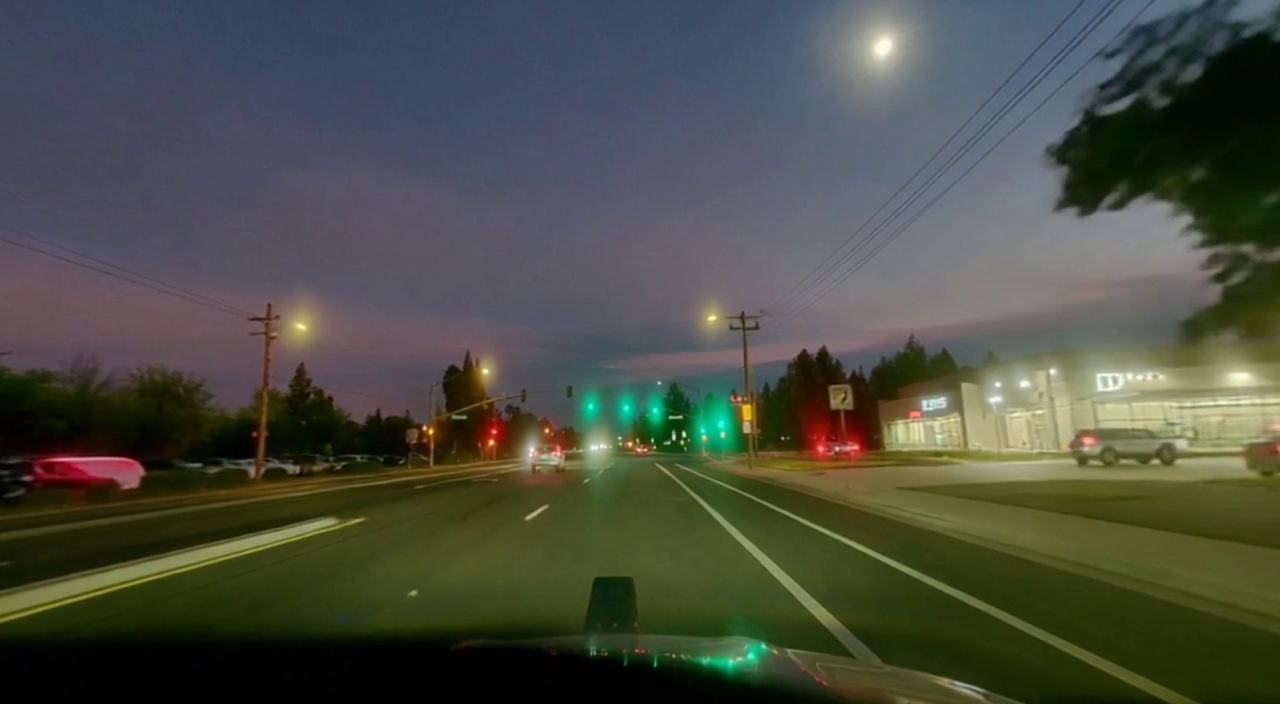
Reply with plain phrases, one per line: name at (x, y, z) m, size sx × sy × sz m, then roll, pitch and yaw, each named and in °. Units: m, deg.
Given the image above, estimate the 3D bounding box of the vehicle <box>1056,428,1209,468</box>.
vehicle at (19.156, 3.733, 24.717) m, size 4.481 × 1.482 × 1.814 m, roll 0°, pitch -9°, yaw -2°

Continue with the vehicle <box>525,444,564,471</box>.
vehicle at (-5.367, 5.982, 36.008) m, size 1.928 × 1.451 × 4.219 m, roll 1°, pitch -9°, yaw -5°

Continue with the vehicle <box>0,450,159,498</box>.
vehicle at (-25.118, 5.338, 27.862) m, size 5.763 × 1.982 × 2.425 m, roll 0°, pitch -8°, yaw 1°
